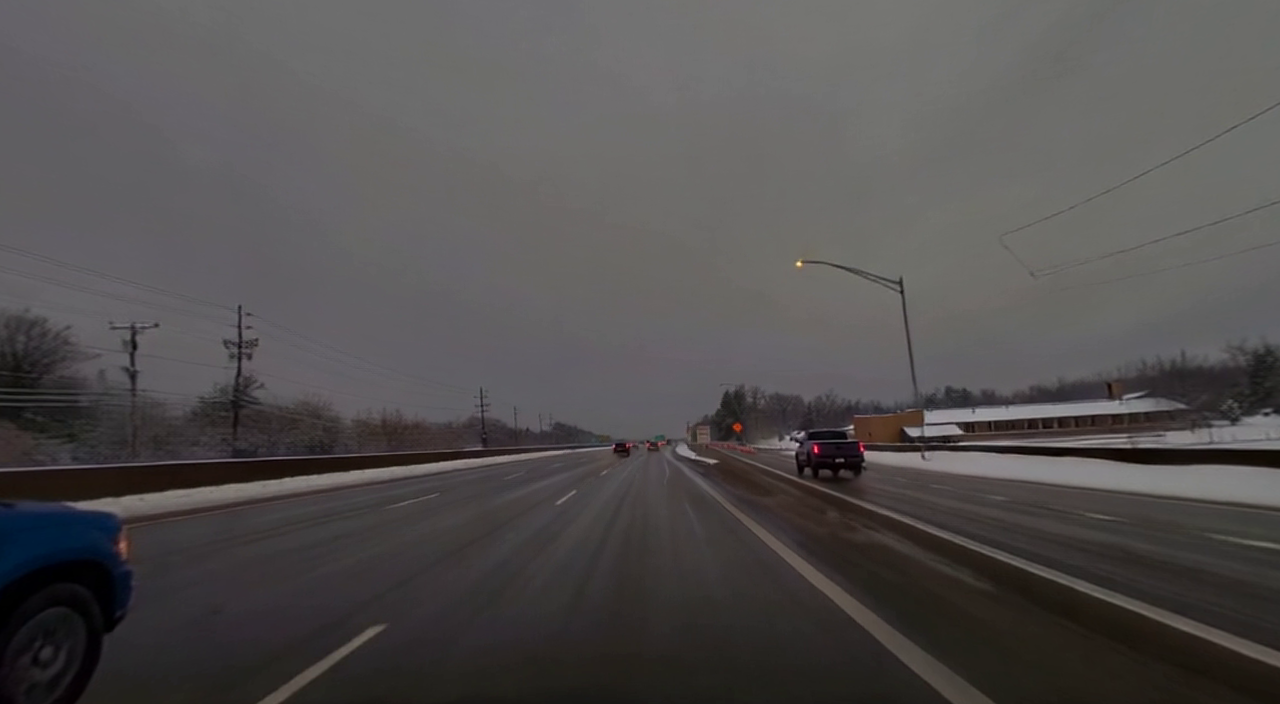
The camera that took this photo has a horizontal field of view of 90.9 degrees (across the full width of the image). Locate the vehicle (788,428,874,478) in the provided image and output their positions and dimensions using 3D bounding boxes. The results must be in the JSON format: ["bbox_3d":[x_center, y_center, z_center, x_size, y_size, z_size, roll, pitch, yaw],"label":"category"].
[{"bbox_3d":[7.679,4.118,26.017,2.186,1.840,5.289,-1,-8,4],"label":"vehicle"}]

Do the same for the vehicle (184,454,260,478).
[{"bbox_3d":[-28.409,7.722,43.046,1.855,1.469,4.736,0,-8,1],"label":"vehicle"}]

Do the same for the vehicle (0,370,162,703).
[{"bbox_3d":[-3.615,0.685,1.145,2.001,1.619,4.445,0,-8,0],"label":"vehicle"}]
